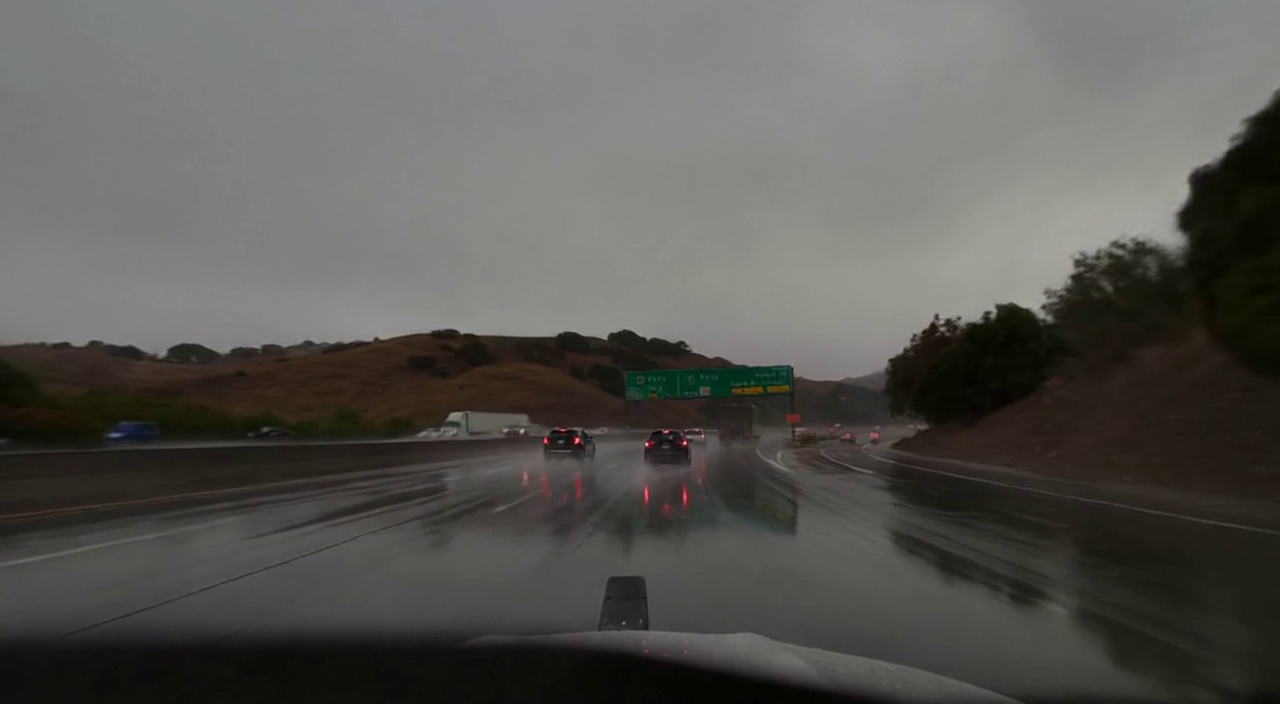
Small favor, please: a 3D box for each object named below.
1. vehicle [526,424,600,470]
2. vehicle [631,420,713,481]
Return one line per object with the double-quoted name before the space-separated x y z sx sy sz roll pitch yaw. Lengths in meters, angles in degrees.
"vehicle" -3.005 3.854 25.705 2.077 1.712 4.406 -1 -8 5
"vehicle" 1.121 3.321 21.414 2.484 1.820 4.497 -1 -8 4
